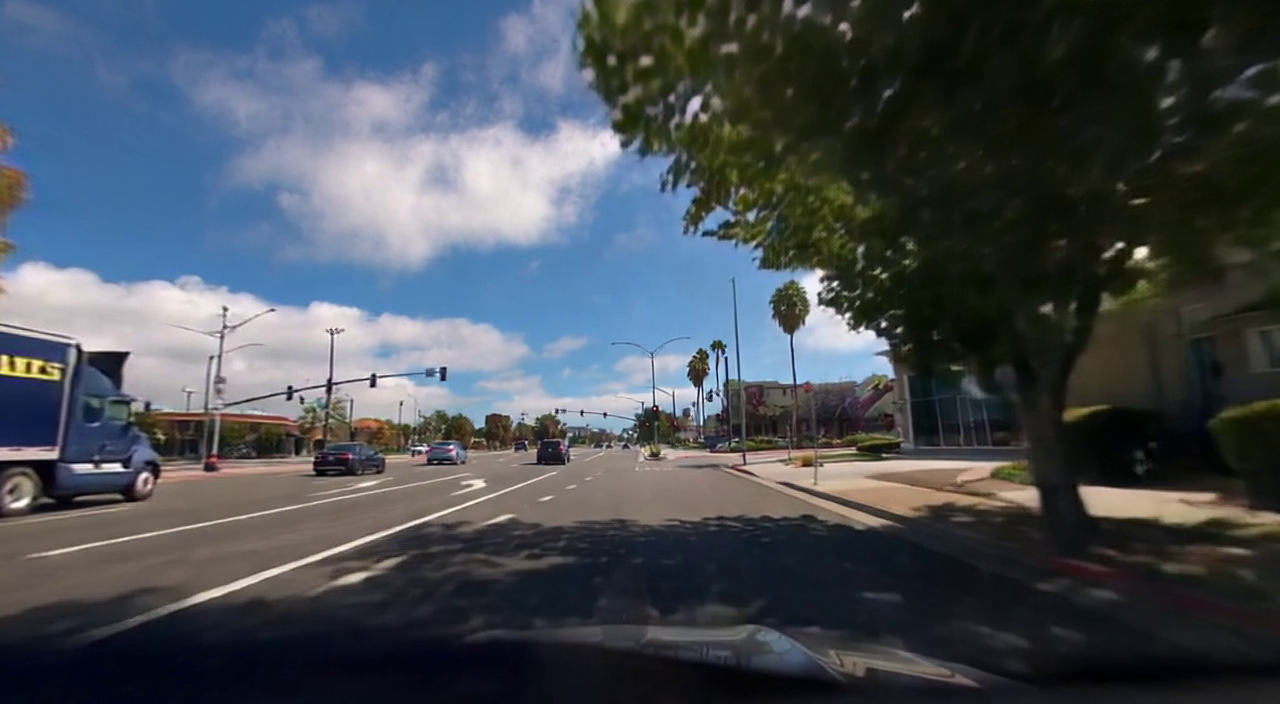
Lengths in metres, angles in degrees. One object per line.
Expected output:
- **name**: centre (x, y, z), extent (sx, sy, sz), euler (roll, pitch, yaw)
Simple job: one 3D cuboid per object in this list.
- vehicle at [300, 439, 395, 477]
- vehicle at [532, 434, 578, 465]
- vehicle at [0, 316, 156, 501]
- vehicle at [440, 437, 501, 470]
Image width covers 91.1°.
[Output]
- **vehicle**: centre (-12.027, 4.378, 26.159), extent (1.900, 1.462, 4.225), euler (0, -9, 0)
- **vehicle**: centre (-5.056, 5.892, 37.991), extent (2.114, 1.784, 4.450), euler (0, -9, 1)
- **vehicle**: centre (-15.268, 1.175, 13.168), extent (3.061, 3.932, 8.708), euler (0, -9, 1)
- **vehicle**: centre (-8.643, 5.209, 32.397), extent (1.977, 1.584, 3.983), euler (0, -9, 1)
